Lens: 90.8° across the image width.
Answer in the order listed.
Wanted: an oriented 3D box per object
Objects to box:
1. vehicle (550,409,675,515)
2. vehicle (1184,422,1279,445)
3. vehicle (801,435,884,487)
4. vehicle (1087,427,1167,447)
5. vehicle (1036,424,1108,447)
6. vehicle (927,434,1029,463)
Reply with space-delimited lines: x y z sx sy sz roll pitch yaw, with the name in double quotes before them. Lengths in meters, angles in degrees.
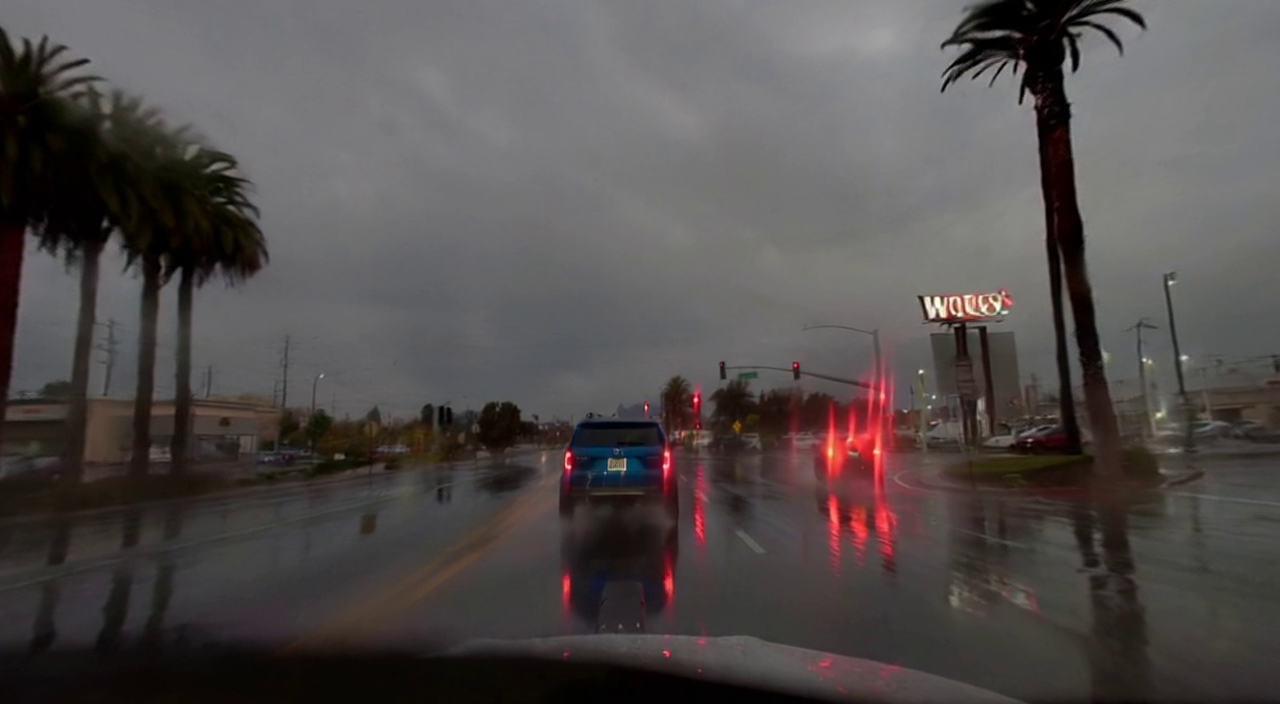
"vehicle" -0.528 2.360 13.931 2.263 1.932 4.709 0 -9 -1
"vehicle" 39.300 5.441 41.935 4.527 1.458 1.778 -6 -10 34
"vehicle" 6.856 3.713 21.890 2.086 1.560 4.542 -1 -9 9
"vehicle" 36.728 6.448 47.772 4.551 1.471 1.800 -5 -10 32
"vehicle" 31.966 6.222 46.883 4.167 1.655 1.841 -5 -10 31
"vehicle" 18.294 5.217 34.225 4.745 1.474 1.923 2 -9 -14
